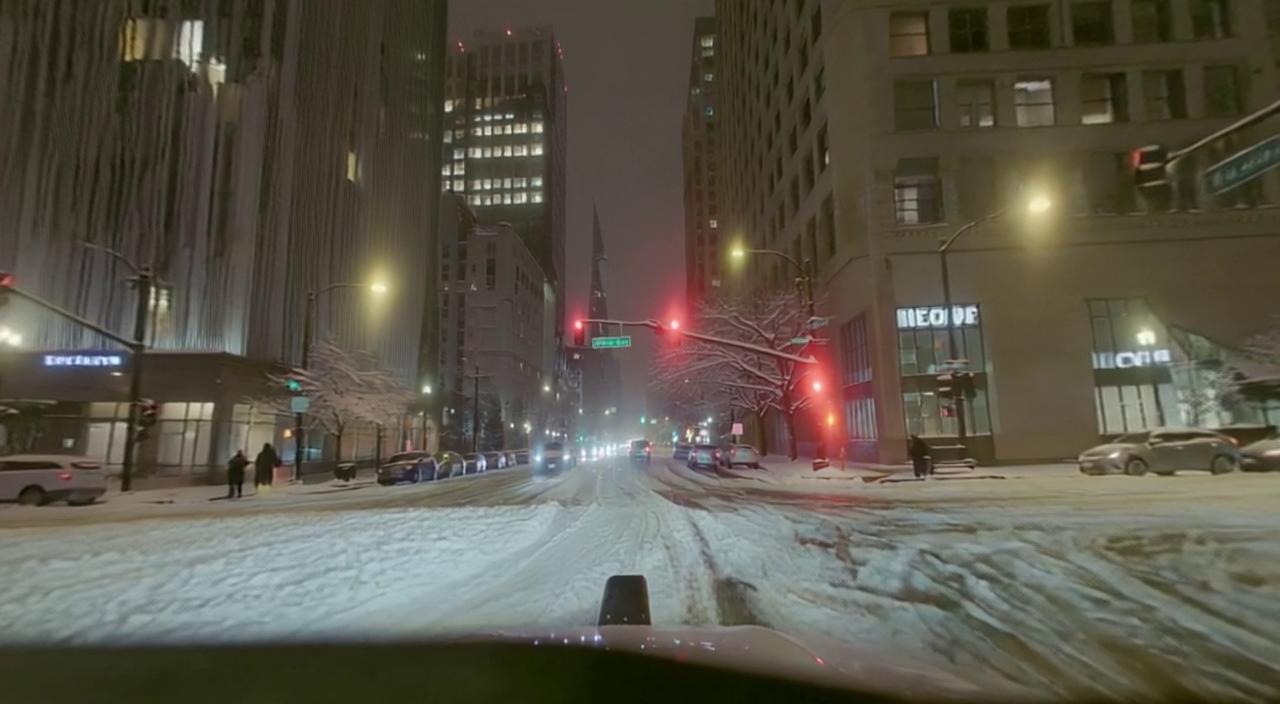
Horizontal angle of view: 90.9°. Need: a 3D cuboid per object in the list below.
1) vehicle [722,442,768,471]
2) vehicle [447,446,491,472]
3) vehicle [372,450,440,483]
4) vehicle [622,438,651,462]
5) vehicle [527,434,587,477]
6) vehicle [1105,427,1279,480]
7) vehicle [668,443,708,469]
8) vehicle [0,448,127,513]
[{"bbox_3d":[6.027,6.019,36.620,1.882,1.479,4.652,3,-8,0],"label":"vehicle"},{"bbox_3d":[-12.306,7.718,45.686,1.854,1.727,4.426,0,-8,1],"label":"vehicle"},{"bbox_3d":[-12.721,6.201,34.543,2.118,1.644,4.188,0,-8,-1],"label":"vehicle"},{"bbox_3d":[-0.259,7.678,49.394,2.165,1.749,4.078,0,-8,0],"label":"vehicle"},{"bbox_3d":[-3.876,4.961,30.332,2.176,1.804,4.740,-2,-9,0],"label":"vehicle"},{"bbox_3d":[17.102,3.074,19.189,4.293,1.495,1.935,0,-9,0],"label":"vehicle"},{"bbox_3d":[2.713,6.007,36.589,1.919,1.371,3.583,0,-8,-2],"label":"vehicle"},{"bbox_3d":[-21.599,4.508,21.989,5.283,1.959,2.453,-3,-8,0],"label":"vehicle"}]
